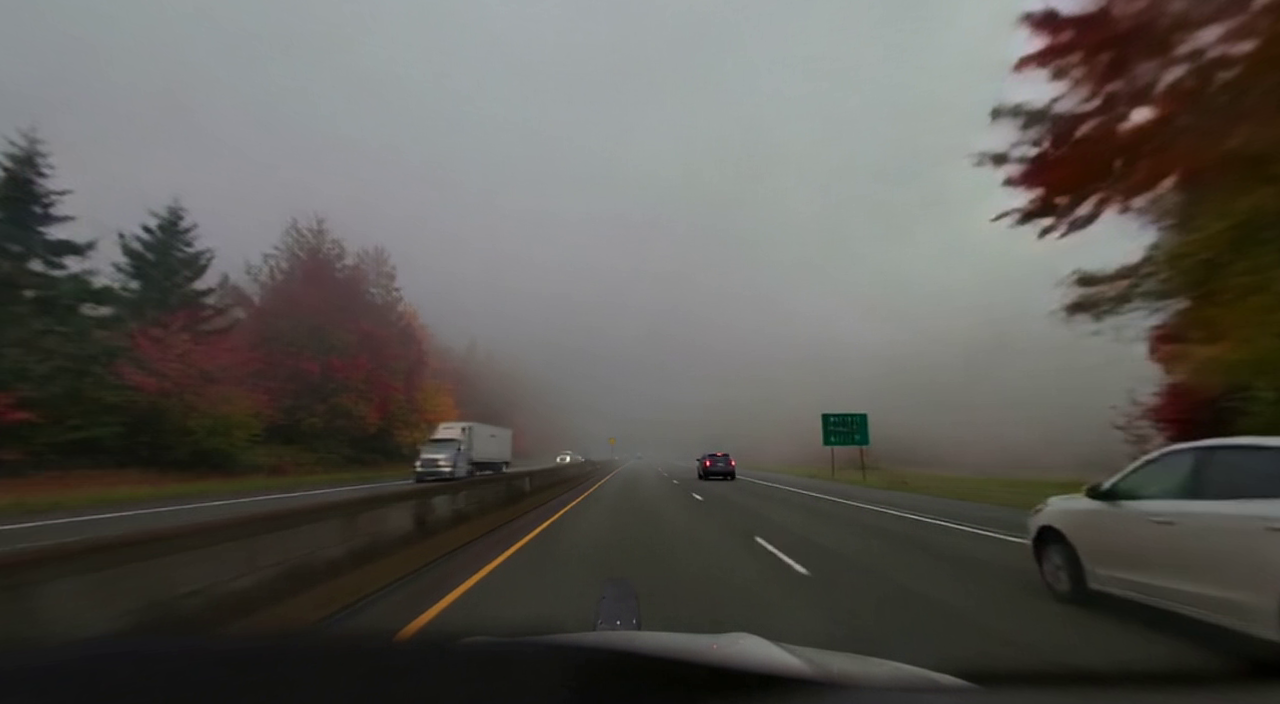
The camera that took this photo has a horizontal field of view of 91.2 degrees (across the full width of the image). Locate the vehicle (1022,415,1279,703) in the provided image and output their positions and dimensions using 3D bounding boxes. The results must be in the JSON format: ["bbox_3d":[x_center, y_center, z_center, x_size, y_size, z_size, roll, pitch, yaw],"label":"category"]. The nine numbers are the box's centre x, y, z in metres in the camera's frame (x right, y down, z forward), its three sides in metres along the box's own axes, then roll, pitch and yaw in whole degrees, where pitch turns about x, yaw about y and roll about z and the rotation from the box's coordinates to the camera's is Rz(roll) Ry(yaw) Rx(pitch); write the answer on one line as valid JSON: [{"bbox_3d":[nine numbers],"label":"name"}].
[{"bbox_3d":[4.490,1.123,3.405,2.119,1.557,4.163,0,-9,-1],"label":"vehicle"}]

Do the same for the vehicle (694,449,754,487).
[{"bbox_3d":[3.780,5.302,29.022,2.070,1.546,4.648,0,-9,0],"label":"vehicle"}]

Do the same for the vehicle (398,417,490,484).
[{"bbox_3d":[-12.824,6.616,42.235,3.017,3.962,9.879,0,-9,0],"label":"vehicle"}]
